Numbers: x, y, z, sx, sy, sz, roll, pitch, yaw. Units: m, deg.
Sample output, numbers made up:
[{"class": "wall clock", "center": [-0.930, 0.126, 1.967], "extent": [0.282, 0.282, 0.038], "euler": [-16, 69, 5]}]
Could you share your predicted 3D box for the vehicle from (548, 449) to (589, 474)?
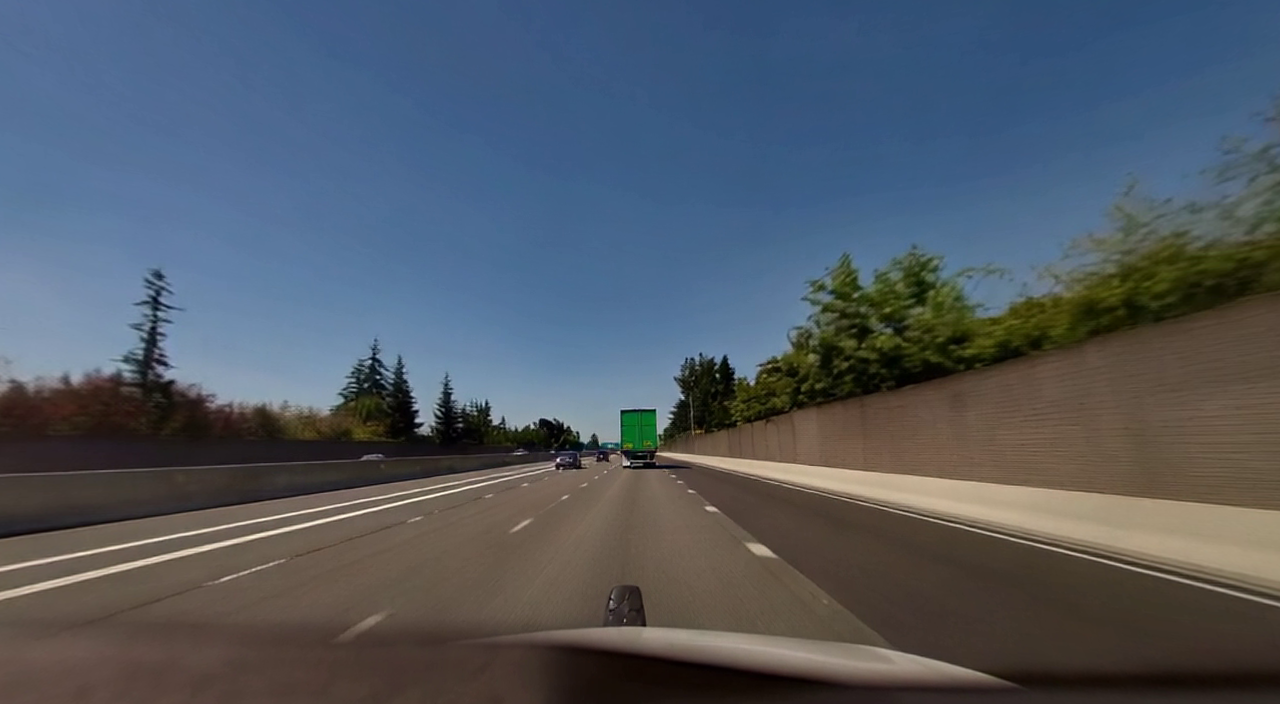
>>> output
[{"class": "vehicle", "center": [-4.508, 6.947, 40.275], "extent": [1.977, 1.478, 4.702], "euler": [0, -9, 1]}]

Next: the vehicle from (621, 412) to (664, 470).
[{"class": "vehicle", "center": [0.221, 7.008, 49.271], "extent": [2.980, 4.051, 10.359], "euler": [0, -9, 1]}]
